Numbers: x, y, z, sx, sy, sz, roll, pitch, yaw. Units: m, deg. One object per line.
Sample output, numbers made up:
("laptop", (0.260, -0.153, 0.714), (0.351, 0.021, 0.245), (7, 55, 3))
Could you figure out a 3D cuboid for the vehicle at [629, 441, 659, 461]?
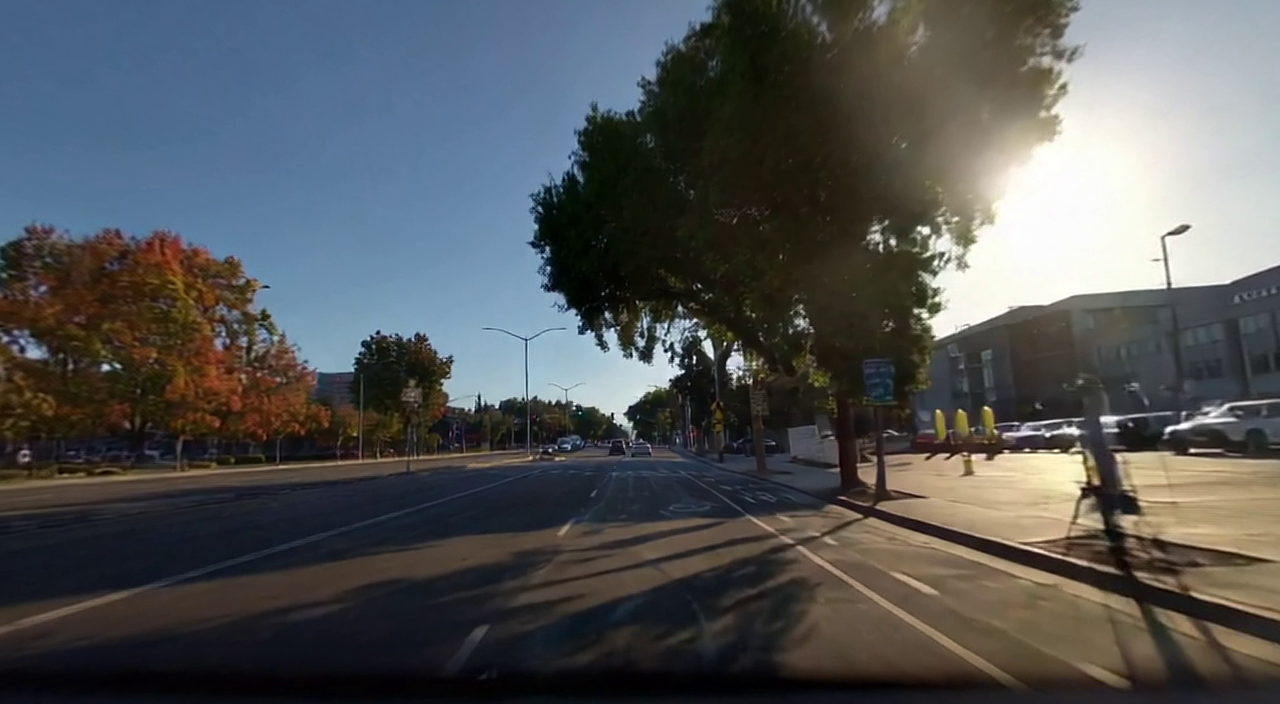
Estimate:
("vehicle", (0.246, 7.414, 47.443), (2.115, 1.461, 3.976), (0, -8, -1))
